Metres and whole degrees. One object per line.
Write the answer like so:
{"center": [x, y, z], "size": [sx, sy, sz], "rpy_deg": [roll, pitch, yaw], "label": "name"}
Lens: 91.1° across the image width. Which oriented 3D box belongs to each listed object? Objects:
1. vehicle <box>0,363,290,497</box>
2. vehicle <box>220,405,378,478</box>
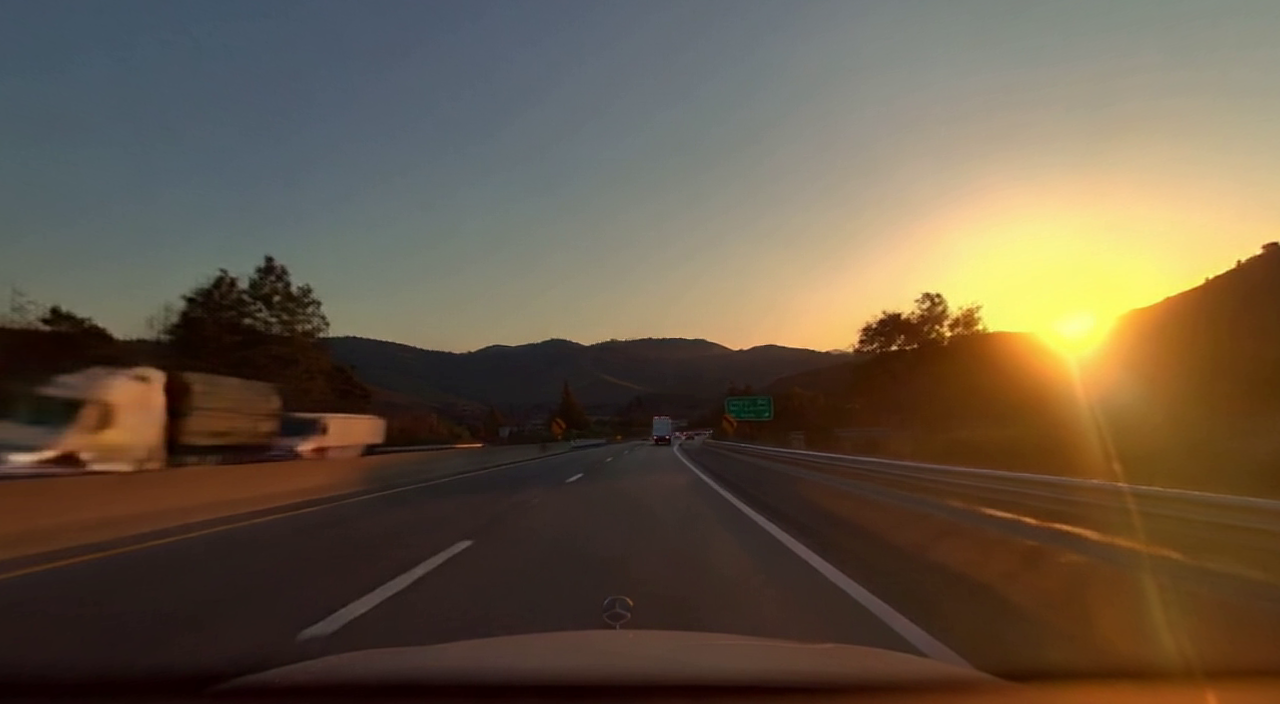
{"center": [-17.047, 2.862, 22.773], "size": [3.080, 3.801, 9.455], "rpy_deg": [0, -8, 1], "label": "vehicle"}
{"center": [-16.830, 4.513, 32.061], "size": [2.818, 3.168, 8.954], "rpy_deg": [0, -8, 2], "label": "vehicle"}
